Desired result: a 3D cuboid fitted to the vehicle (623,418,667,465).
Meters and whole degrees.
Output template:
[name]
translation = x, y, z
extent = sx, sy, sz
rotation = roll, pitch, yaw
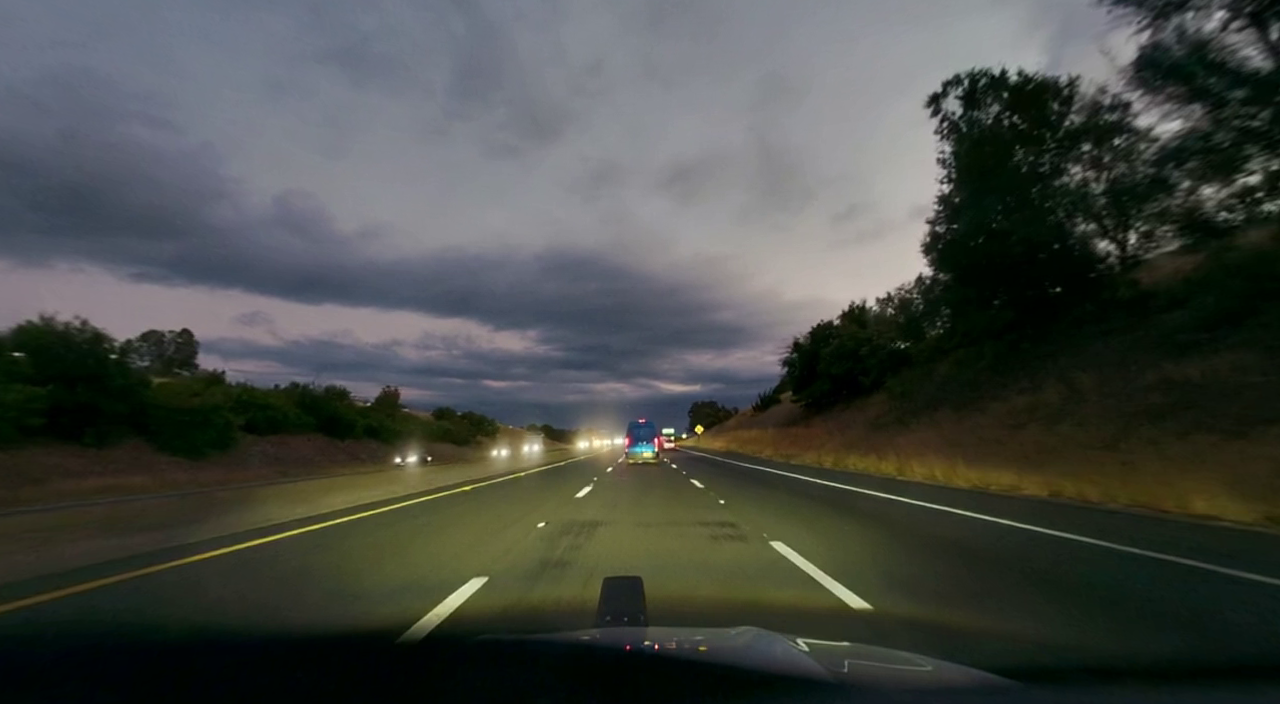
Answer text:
[vehicle]
translation = 0.258, 5.146, 36.141
extent = 2.329, 2.483, 5.428
rotation = 0, -8, 0
